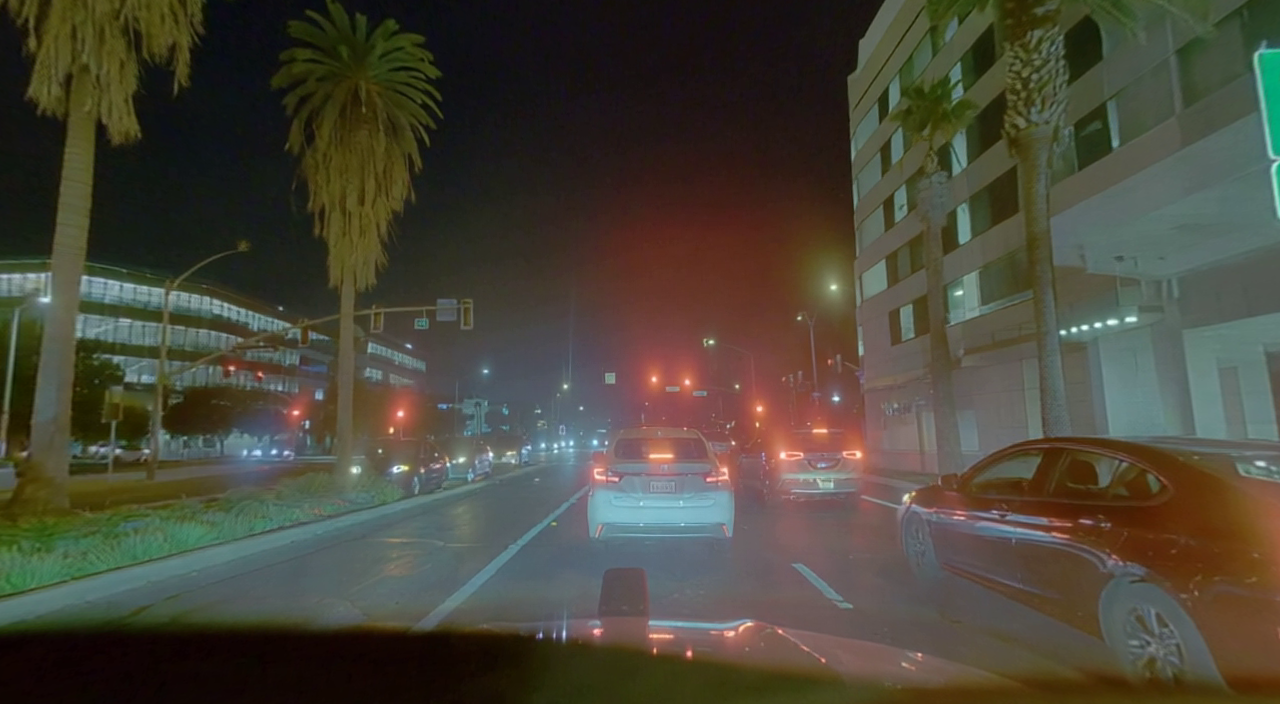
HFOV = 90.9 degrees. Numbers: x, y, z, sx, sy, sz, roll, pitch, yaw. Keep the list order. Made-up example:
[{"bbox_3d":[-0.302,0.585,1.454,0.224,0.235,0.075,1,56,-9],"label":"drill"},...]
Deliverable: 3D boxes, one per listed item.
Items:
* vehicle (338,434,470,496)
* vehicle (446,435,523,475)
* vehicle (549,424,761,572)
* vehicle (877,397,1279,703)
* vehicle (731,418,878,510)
[{"bbox_3d":[-6.281,3.048,17.370,1.900,1.487,4.165,0,-8,2],"label":"vehicle"},{"bbox_3d":[-6.083,4.092,25.207,1.822,1.456,4.396,0,-8,2],"label":"vehicle"},{"bbox_3d":[0.163,1.782,8.453,2.140,1.474,4.026,0,-8,0],"label":"vehicle"},{"bbox_3d":[3.533,1.218,4.474,1.910,1.490,4.661,0,-8,1],"label":"vehicle"},{"bbox_3d":[3.477,2.462,14.300,2.169,1.751,4.276,0,-8,0],"label":"vehicle"}]
